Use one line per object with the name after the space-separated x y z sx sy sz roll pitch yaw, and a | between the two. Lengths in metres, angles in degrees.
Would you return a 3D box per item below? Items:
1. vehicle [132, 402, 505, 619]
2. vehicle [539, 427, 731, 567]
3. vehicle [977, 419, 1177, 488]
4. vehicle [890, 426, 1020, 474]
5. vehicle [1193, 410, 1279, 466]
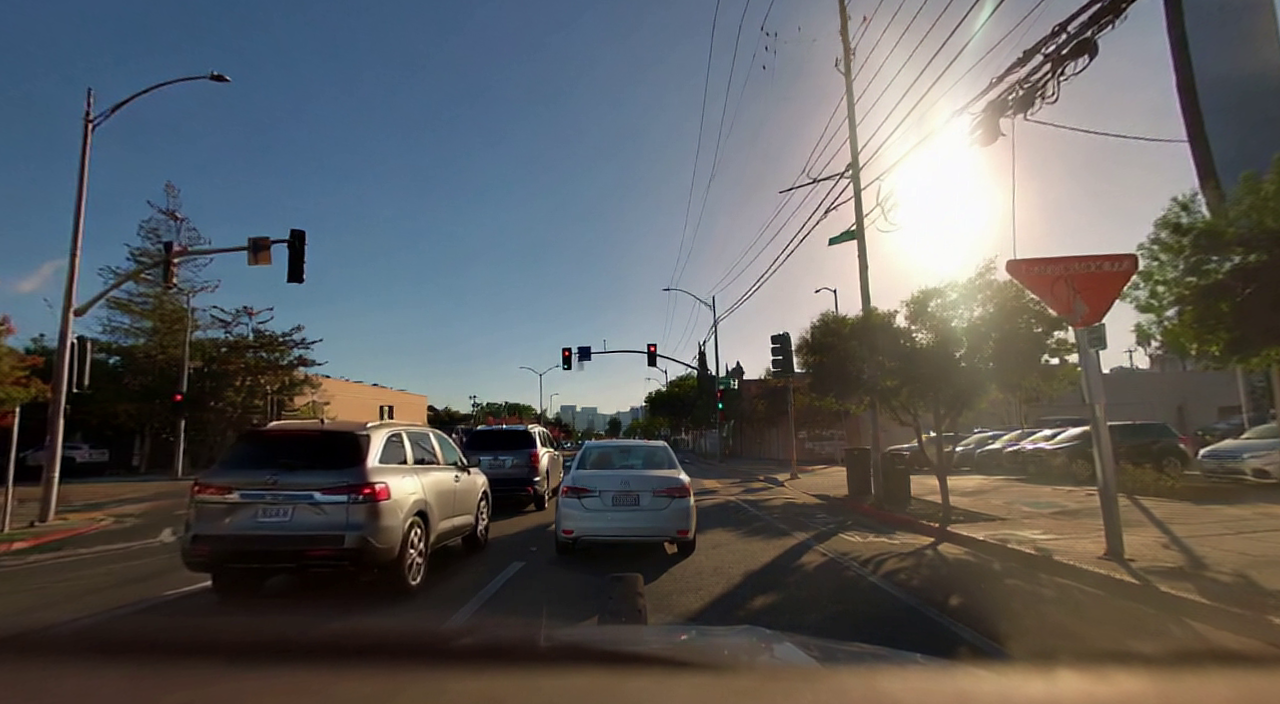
-2.932 1.523 6.932 2.003 1.681 3.878 0 -8 0 | vehicle
-0.147 1.873 8.980 2.070 1.481 4.216 0 -8 -3 | vehicle
10.528 2.491 15.690 1.888 1.455 4.268 0 -8 0 | vehicle
10.643 3.351 21.731 1.842 1.471 4.481 1 -8 -5 | vehicle
18.709 2.558 18.671 4.446 1.511 1.977 4 -10 -29 | vehicle
